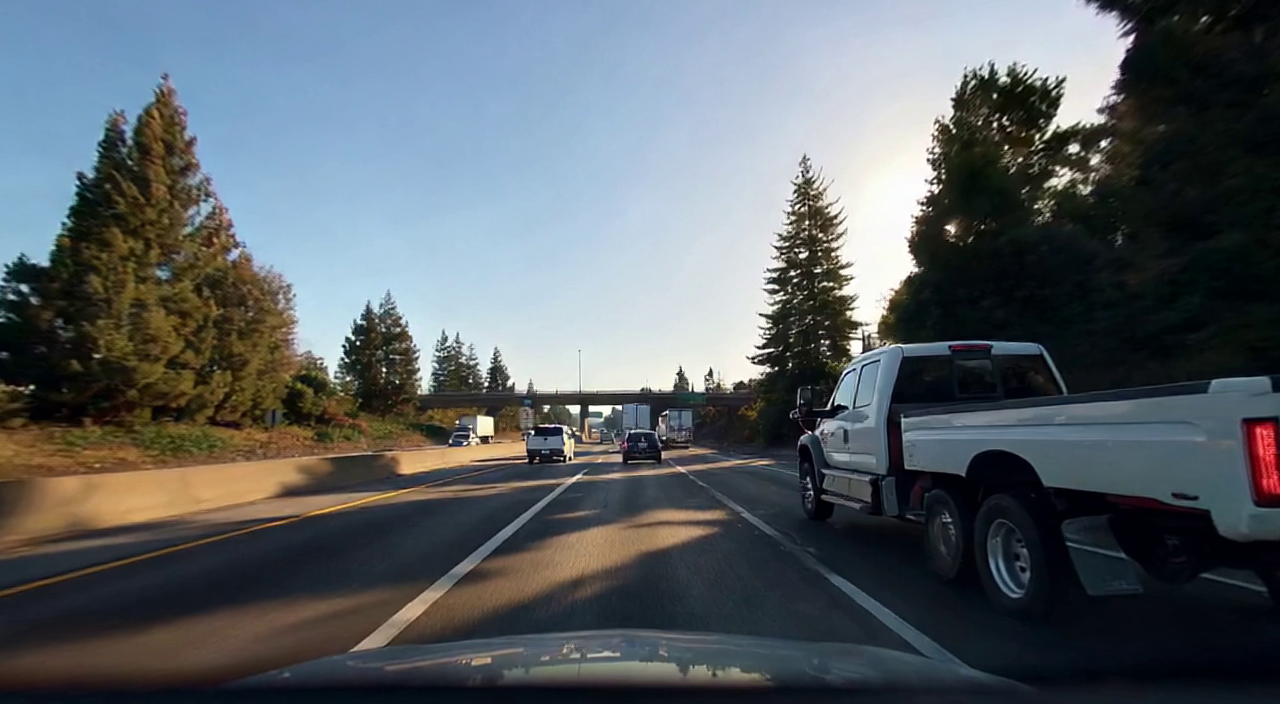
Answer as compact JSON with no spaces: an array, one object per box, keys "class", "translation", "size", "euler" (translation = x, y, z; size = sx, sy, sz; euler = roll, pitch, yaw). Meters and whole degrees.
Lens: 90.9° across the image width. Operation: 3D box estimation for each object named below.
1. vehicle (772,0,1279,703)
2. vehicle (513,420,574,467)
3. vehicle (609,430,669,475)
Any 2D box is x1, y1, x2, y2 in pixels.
[{"class":"vehicle","translation":[3.600,0.358,5.992],"size":[2.783,3.483,7.836],"euler":[0,-8,-1]},{"class":"vehicle","translation":[-4.294,4.145,28.763],"size":[2.013,1.961,4.692],"euler":[0,-8,0]},{"class":"vehicle","translation":[-0.054,3.764,23.852],"size":[2.059,1.522,3.693],"euler":[0,-8,-1]}]
